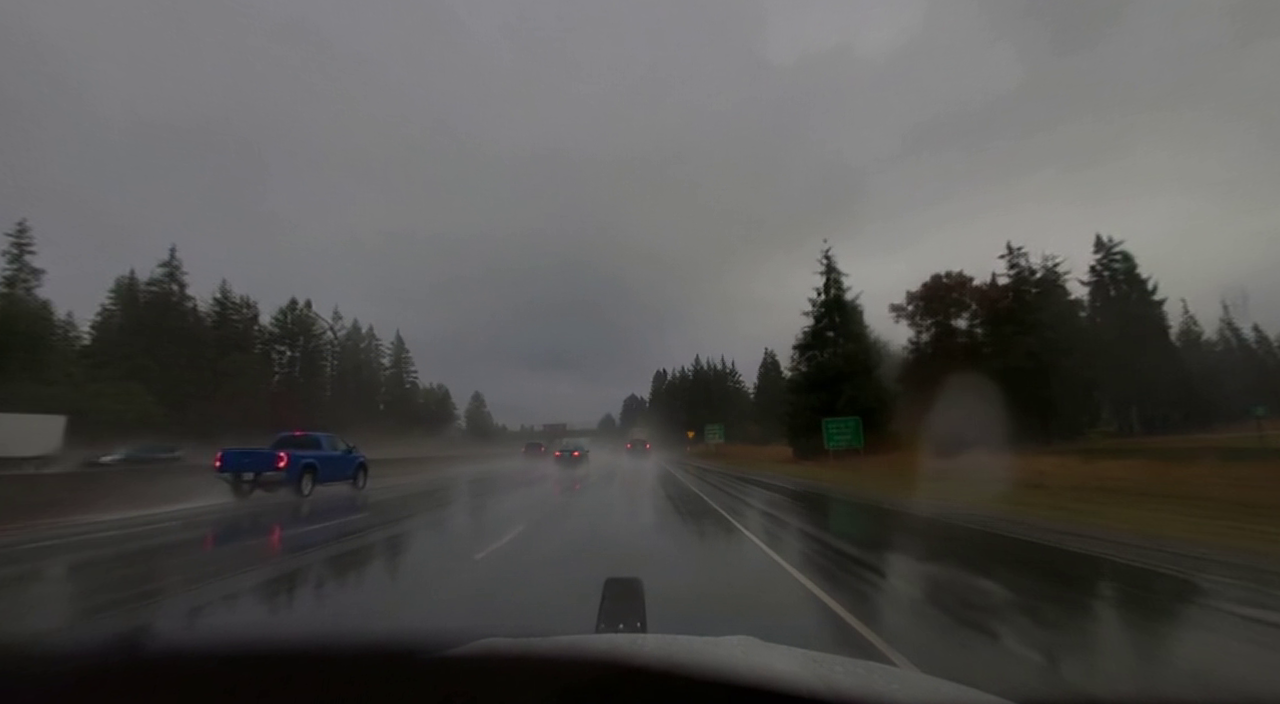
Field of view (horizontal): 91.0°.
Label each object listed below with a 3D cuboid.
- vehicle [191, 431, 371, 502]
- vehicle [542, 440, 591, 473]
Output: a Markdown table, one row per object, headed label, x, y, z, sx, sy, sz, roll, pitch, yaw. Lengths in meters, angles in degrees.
| label | x | y | z | sx | sy | sz | roll | pitch | yaw |
| --- | --- | --- | --- | --- | --- | --- | --- | --- | --- |
| vehicle | -10.214 | 3.297 | 18.621 | 2.146 | 1.764 | 5.510 | 0 | -9 | -1 |
| vehicle | -3.973 | 5.733 | 34.646 | 2.094 | 1.695 | 4.260 | 0 | -9 | 1 |
